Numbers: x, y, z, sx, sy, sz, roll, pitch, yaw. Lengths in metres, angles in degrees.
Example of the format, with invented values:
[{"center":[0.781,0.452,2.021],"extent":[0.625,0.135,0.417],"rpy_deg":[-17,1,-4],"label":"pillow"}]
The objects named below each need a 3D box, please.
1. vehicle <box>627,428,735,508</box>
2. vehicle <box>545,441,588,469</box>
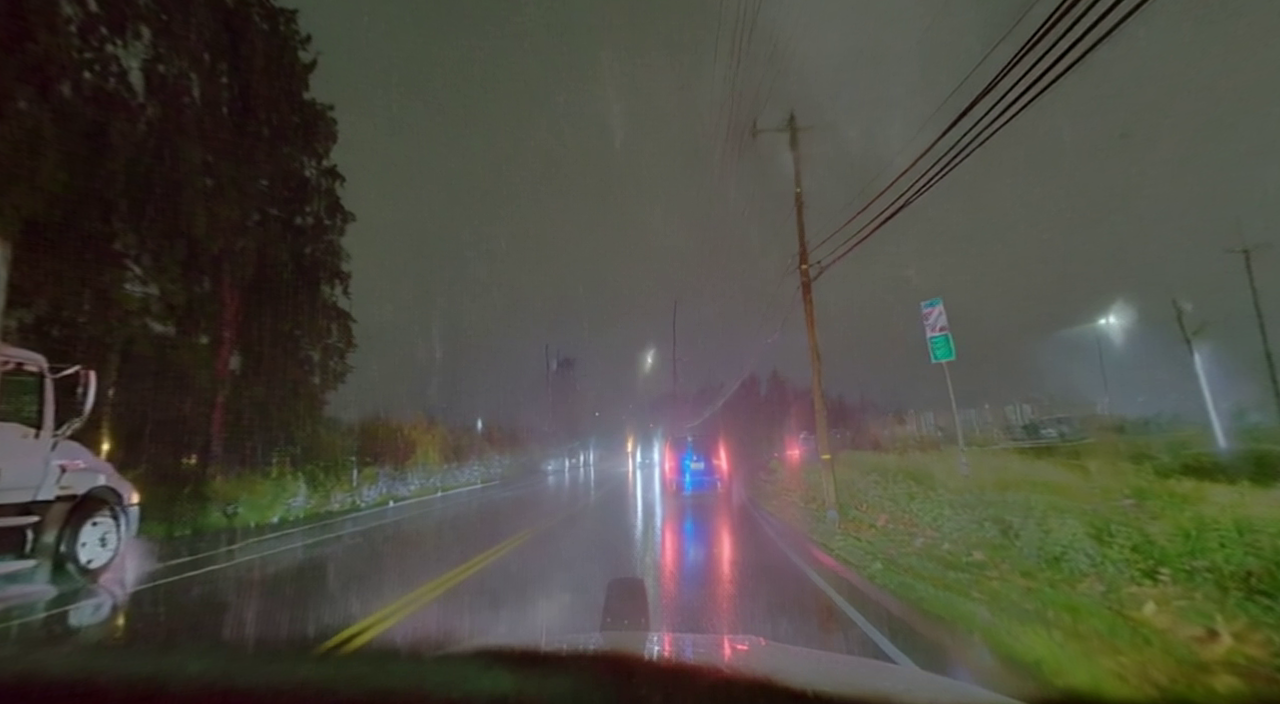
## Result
[{"center":[0.845,2.510,14.026],"extent":[2.081,1.503,3.726],"rpy_deg":[0,-8,2],"label":"vehicle"},{"center":[-5.603,7.697,47.375],"extent":[2.668,1.981,5.575],"rpy_deg":[2,-9,-12],"label":"vehicle"}]
